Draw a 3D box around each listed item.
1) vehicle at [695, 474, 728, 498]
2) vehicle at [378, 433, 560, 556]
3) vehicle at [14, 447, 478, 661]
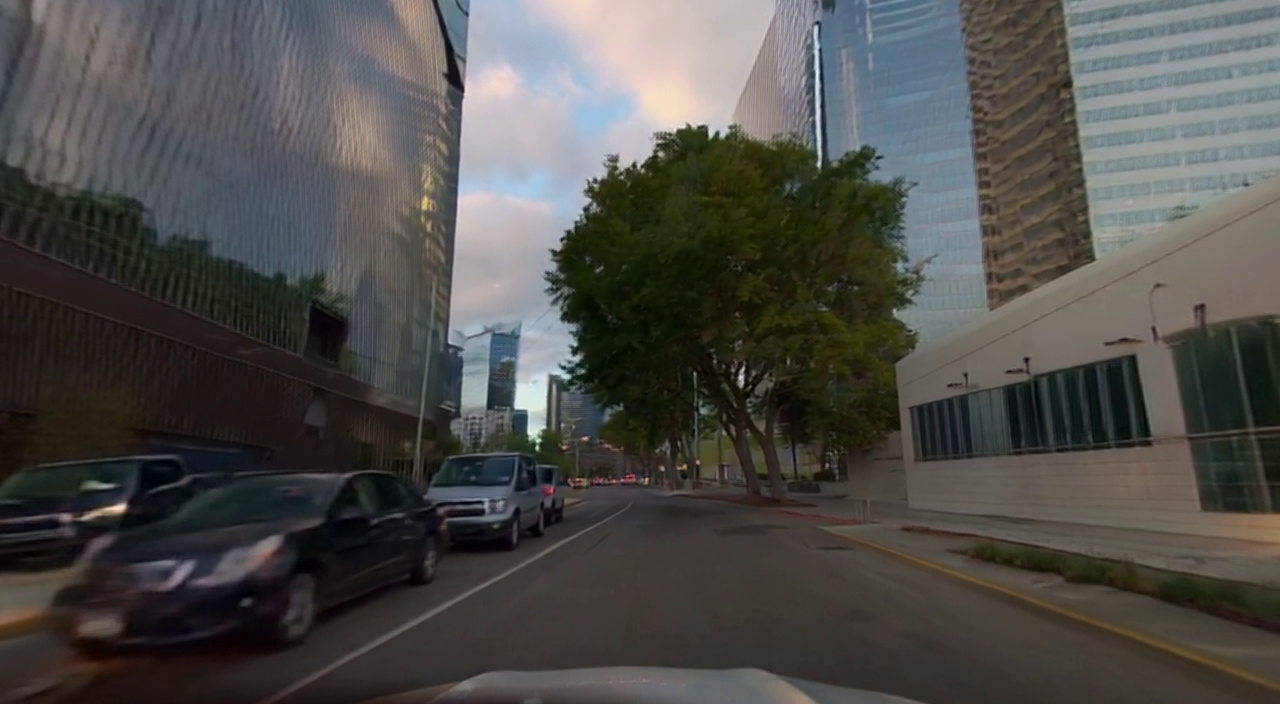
[{"bbox_3d":[4.635,8.777,41.526,1.899,1.470,3.666,0,-11,2],"label":"vehicle"},{"bbox_3d":[-3.228,2.888,13.216,2.148,2.024,4.884,0,-11,3],"label":"vehicle"},{"bbox_3d":[-3.463,1.911,6.922,1.853,1.495,4.632,-2,-11,4],"label":"vehicle"}]
